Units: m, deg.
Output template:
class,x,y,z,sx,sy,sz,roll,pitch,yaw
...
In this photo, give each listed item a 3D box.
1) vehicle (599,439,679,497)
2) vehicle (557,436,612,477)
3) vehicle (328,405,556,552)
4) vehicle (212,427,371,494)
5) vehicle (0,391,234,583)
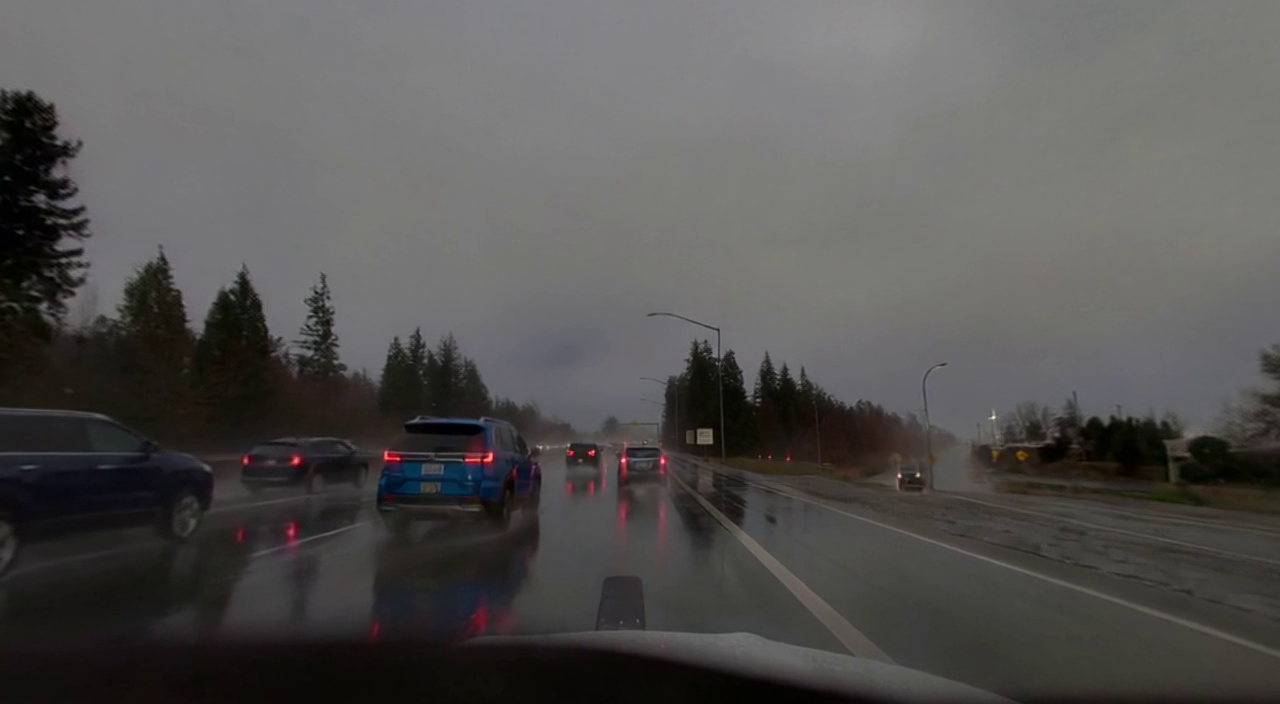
class,x,y,z,sx,sy,sz,roll,pitch,yaw
vehicle,-0.067,3.327,18.373,2.068,1.488,4.045,0,-9,-1
vehicle,-2.520,4.892,29.688,2.125,1.771,4.721,0,-9,0
vehicle,-2.725,1.877,9.903,2.123,1.798,4.108,0,-9,2
vehicle,-10.275,3.236,19.094,2.011,1.751,4.712,0,-9,1
vehicle,-7.214,1.451,7.049,2.162,1.823,4.566,0,-9,1
